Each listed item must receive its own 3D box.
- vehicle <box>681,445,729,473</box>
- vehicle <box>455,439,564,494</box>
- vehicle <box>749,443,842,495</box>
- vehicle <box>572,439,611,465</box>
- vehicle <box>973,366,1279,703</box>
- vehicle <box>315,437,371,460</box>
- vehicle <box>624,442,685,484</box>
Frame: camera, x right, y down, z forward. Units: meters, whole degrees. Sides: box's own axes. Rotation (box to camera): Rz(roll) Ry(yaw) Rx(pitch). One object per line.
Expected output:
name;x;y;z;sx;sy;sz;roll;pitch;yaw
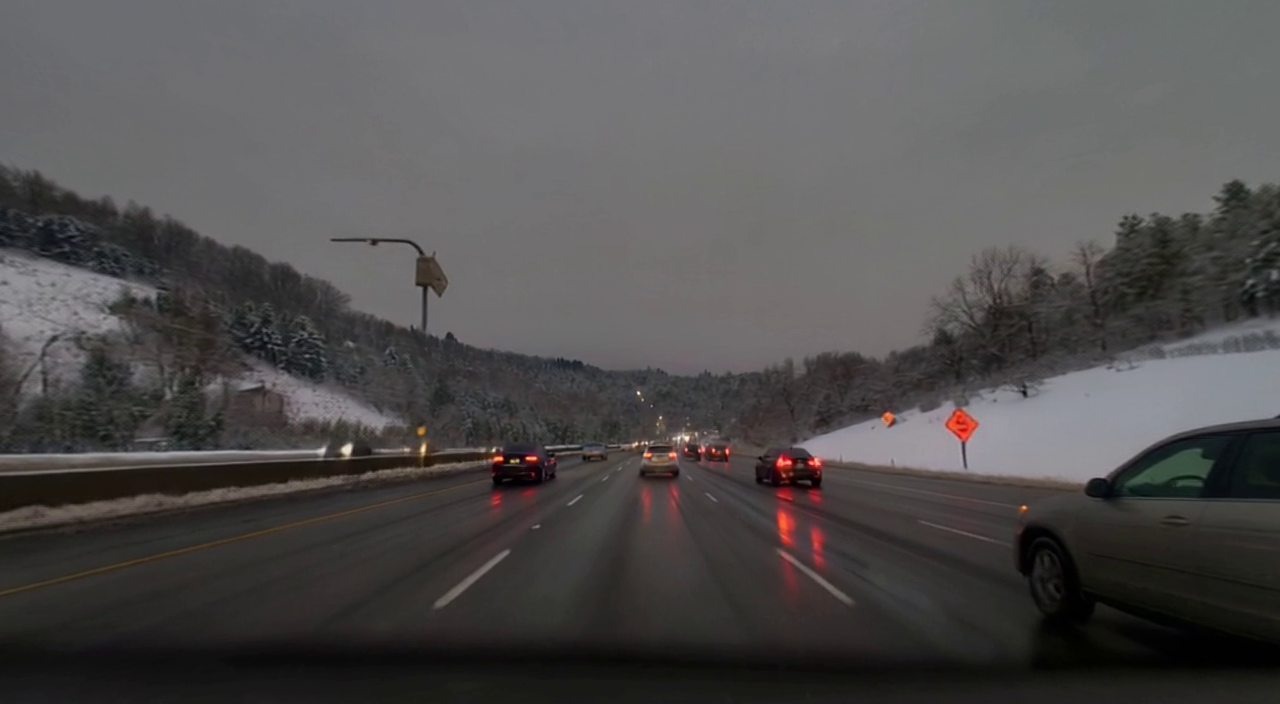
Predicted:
vehicle;3.544;5.953;35.313;2.177;1.453;4.205;0;-8;-1
vehicle;-3.698;3.343;18.774;2.232;1.438;4.163;-1;-8;2
vehicle;4.857;3.691;20.329;1.867;1.465;4.093;0;-8;-1
vehicle;-3.275;6.897;43.537;2.234;1.675;4.527;-1;-8;1
vehicle;3.851;0.924;2.965;2.018;1.670;4.658;0;-8;0
vehicle;-21.244;6.915;45.306;1.976;1.559;3.997;-1;-8;2
vehicle;0.537;4.268;24.606;2.138;1.473;4.392;0;-8;1
